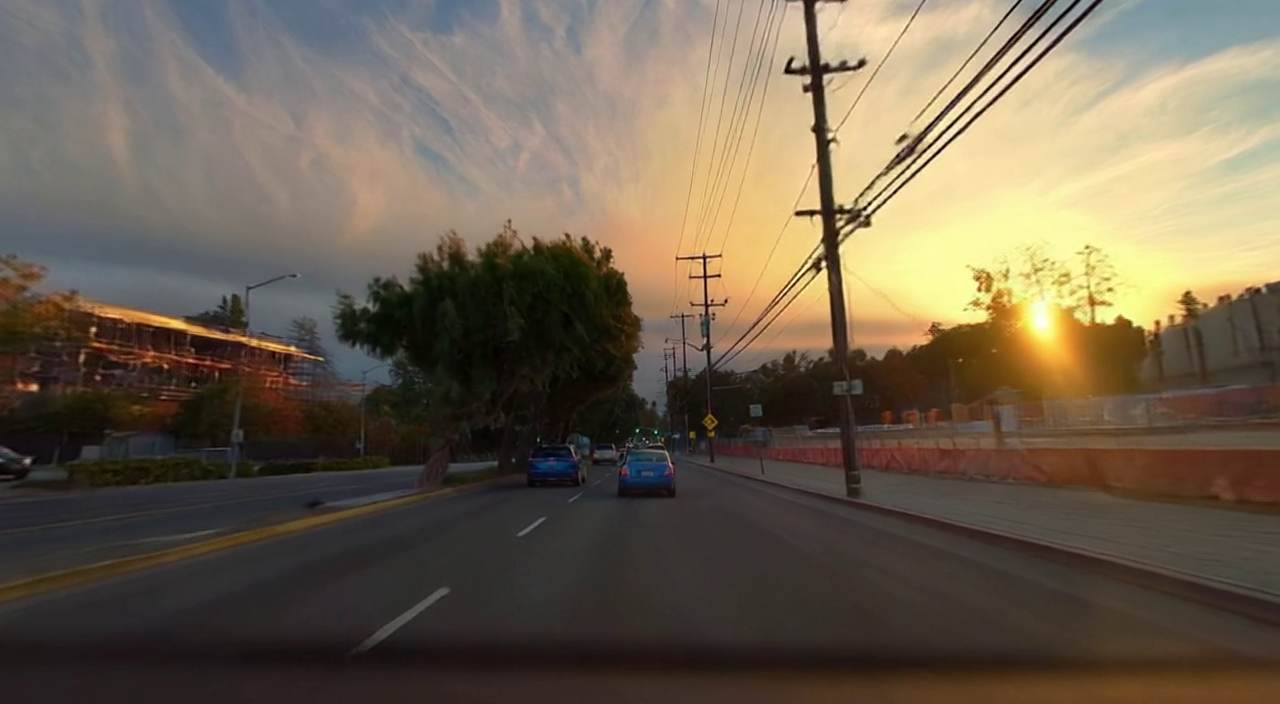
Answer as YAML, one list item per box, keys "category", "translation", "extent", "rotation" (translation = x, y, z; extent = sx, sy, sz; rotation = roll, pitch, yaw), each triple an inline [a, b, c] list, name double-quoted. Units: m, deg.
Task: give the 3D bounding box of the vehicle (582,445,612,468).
- category: "vehicle"
  translation: [-3.317, 8.106, 48.949]
  extent: [1.910, 1.713, 4.786]
  rotation: [0, -8, 1]

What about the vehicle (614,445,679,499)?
- category: "vehicle"
  translation: [0.201, 4.092, 21.864]
  extent: [2.059, 1.691, 3.980]
  rotation: [0, -8, 0]

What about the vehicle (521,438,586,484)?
- category: "vehicle"
  translation: [-3.640, 4.662, 27.259]
  extent: [2.078, 1.804, 4.387]
  rotation: [0, -8, 2]
